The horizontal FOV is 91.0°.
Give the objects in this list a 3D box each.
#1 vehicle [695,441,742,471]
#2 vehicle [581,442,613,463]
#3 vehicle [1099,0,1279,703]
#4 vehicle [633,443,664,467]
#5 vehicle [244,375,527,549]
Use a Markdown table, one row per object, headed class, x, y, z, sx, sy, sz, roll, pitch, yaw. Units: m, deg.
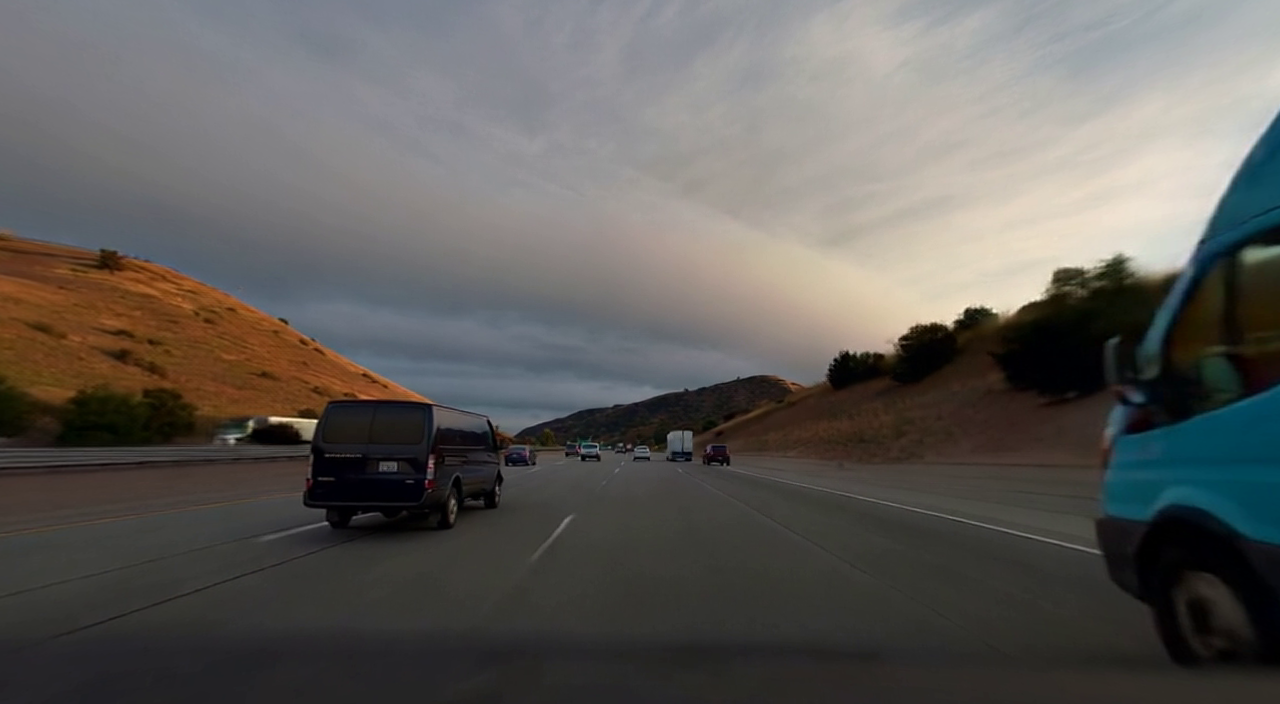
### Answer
| class | x | y | z | sx | sy | sz | roll | pitch | yaw |
| --- | --- | --- | --- | --- | --- | --- | --- | --- | --- |
| vehicle | 4.436 | 5.965 | 36.173 | 2.051 | 1.598 | 4.145 | 0 | -9 | -1 |
| vehicle | -3.281 | 7.735 | 48.558 | 2.138 | 1.581 | 4.340 | 0 | -9 | 0 |
| vehicle | 4.208 | -0.326 | 0.186 | 2.764 | 3.260 | 7.019 | 0 | -9 | 0 |
| vehicle | 0.518 | 6.919 | 42.572 | 2.014 | 1.543 | 3.804 | 0 | -9 | 0 |
| vehicle | -3.738 | 1.825 | 10.918 | 2.421 | 2.203 | 5.775 | 0 | -9 | 1 |
